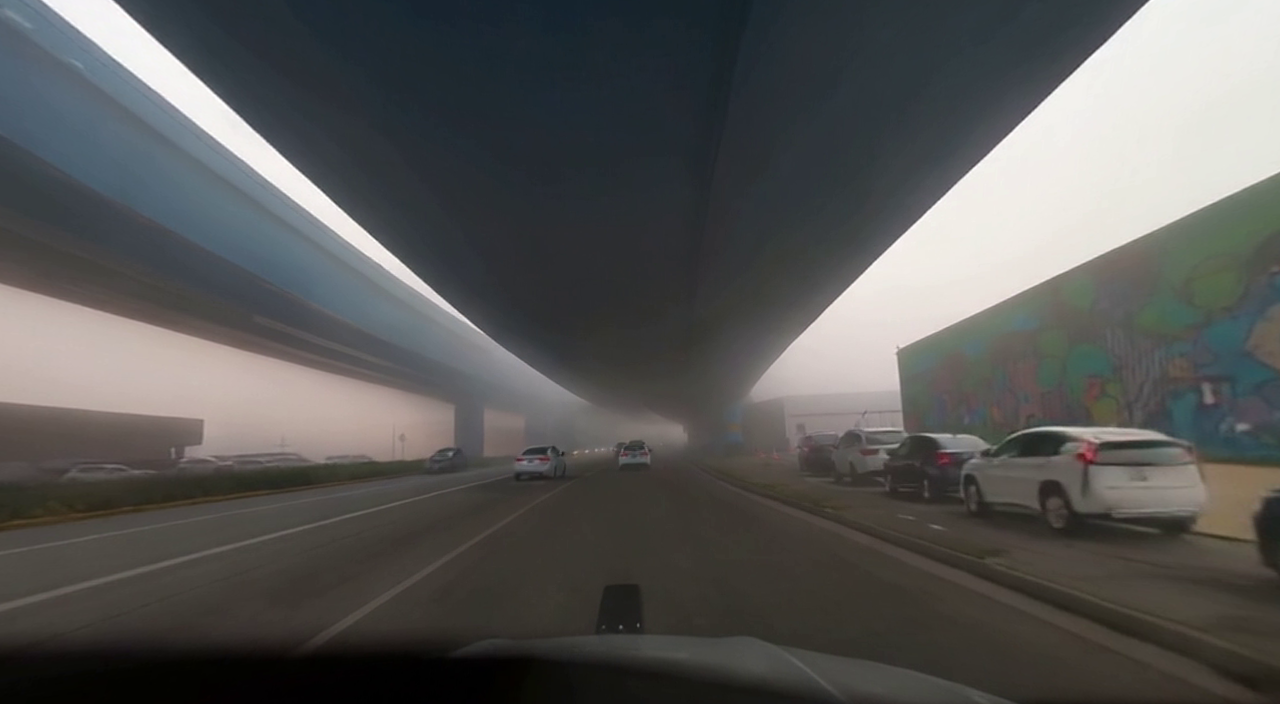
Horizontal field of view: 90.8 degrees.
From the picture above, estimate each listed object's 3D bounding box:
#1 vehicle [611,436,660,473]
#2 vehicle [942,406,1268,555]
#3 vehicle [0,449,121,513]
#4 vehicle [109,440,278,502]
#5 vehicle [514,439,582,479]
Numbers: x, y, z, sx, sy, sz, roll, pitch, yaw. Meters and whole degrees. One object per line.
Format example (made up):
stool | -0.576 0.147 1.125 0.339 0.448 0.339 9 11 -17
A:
vehicle | -0.196 4.813 29.874 2.155 1.571 3.734 0 -8 1
vehicle | 6.439 1.801 9.490 1.940 1.738 3.956 -1 -8 2
vehicle | -17.750 3.609 18.010 2.056 1.643 4.362 -1 -8 2
vehicle | -13.993 3.716 20.243 2.069 1.728 4.567 0 -8 0
vehicle | -3.807 4.518 27.059 2.024 1.533 4.549 -1 -8 3
